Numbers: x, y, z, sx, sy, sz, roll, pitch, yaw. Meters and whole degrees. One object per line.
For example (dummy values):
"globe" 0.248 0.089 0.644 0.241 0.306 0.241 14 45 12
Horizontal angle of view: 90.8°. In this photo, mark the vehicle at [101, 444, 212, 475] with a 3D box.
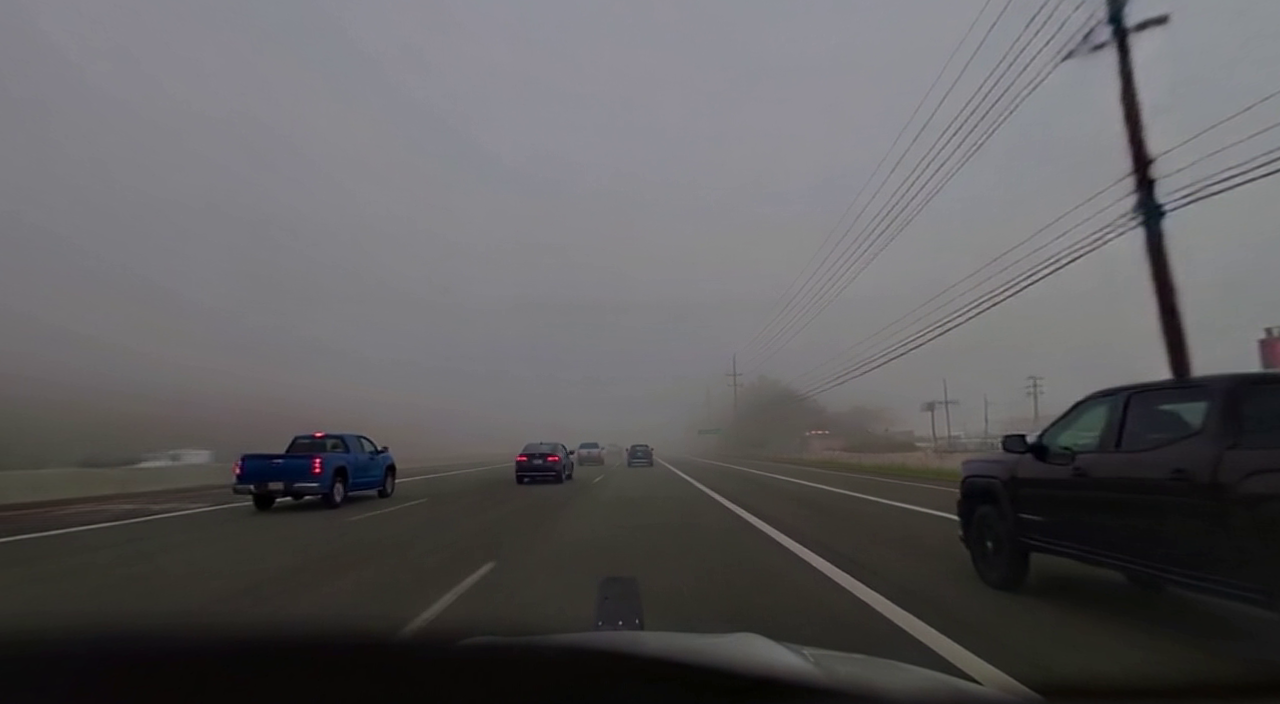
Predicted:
"vehicle" -30.005 6.662 39.532 2.281 1.762 5.839 0 -9 0

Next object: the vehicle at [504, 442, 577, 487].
"vehicle" -3.518 4.041 23.054 1.938 1.444 4.206 0 -8 0

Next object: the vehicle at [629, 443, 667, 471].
"vehicle" 0.447 5.902 35.705 2.030 1.471 4.115 0 -8 0

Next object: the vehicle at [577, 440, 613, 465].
"vehicle" -3.239 7.320 46.250 2.244 1.752 4.439 0 -8 0

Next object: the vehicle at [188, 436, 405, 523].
"vehicle" -6.911 2.593 13.481 1.959 1.496 4.740 0 -8 0

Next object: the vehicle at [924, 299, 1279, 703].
"vehicle" 4.014 0.848 3.693 2.231 1.919 5.086 0 -8 -1
